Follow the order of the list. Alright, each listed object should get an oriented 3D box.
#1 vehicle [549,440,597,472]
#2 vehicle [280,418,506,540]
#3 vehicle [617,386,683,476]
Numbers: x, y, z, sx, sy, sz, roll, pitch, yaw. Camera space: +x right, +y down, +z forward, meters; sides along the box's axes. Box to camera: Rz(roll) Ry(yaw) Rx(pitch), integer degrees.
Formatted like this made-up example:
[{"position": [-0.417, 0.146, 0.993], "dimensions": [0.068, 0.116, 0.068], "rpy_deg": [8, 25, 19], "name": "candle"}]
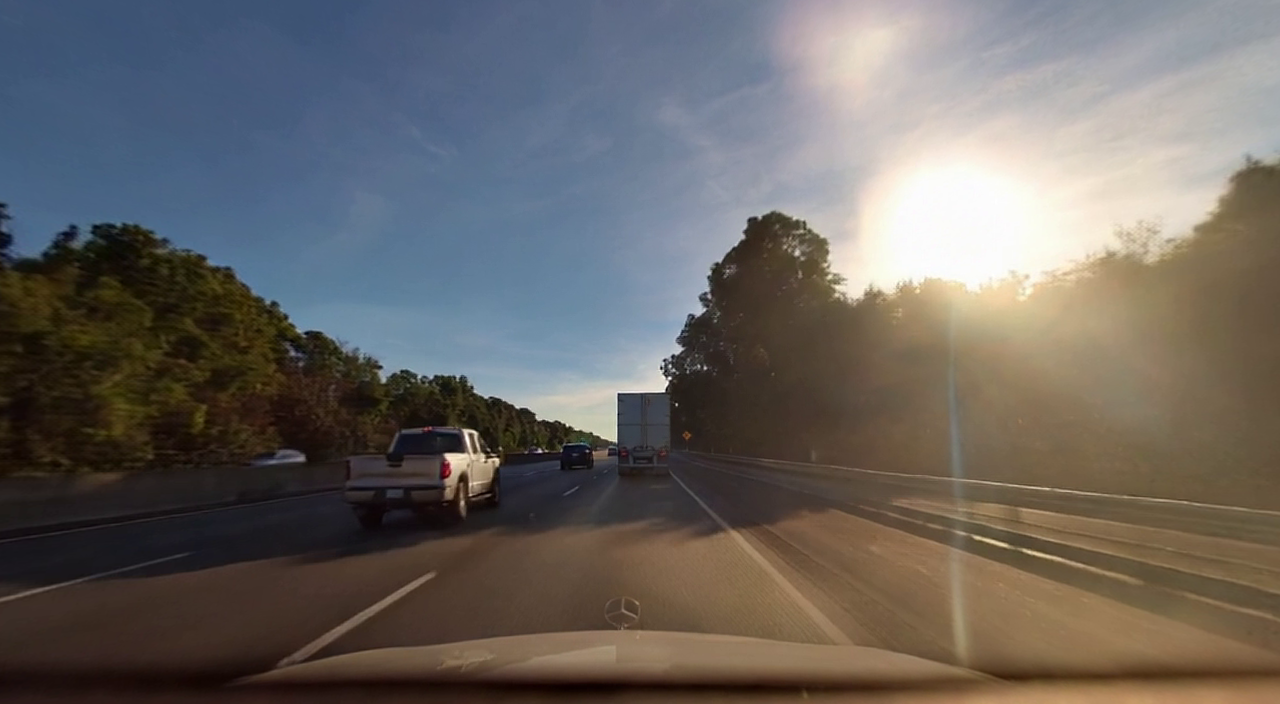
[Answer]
[{"position": [-4.028, 6.351, 38.779], "dimensions": [2.285, 1.833, 4.984], "rpy_deg": [0, -9, 1], "name": "vehicle"}, {"position": [-4.102, 2.216, 11.629], "dimensions": [2.140, 1.750, 4.901], "rpy_deg": [0, -9, 1], "name": "vehicle"}, {"position": [0.394, 4.491, 34.714], "dimensions": [3.052, 4.132, 11.336], "rpy_deg": [0, -9, -1], "name": "vehicle"}]
